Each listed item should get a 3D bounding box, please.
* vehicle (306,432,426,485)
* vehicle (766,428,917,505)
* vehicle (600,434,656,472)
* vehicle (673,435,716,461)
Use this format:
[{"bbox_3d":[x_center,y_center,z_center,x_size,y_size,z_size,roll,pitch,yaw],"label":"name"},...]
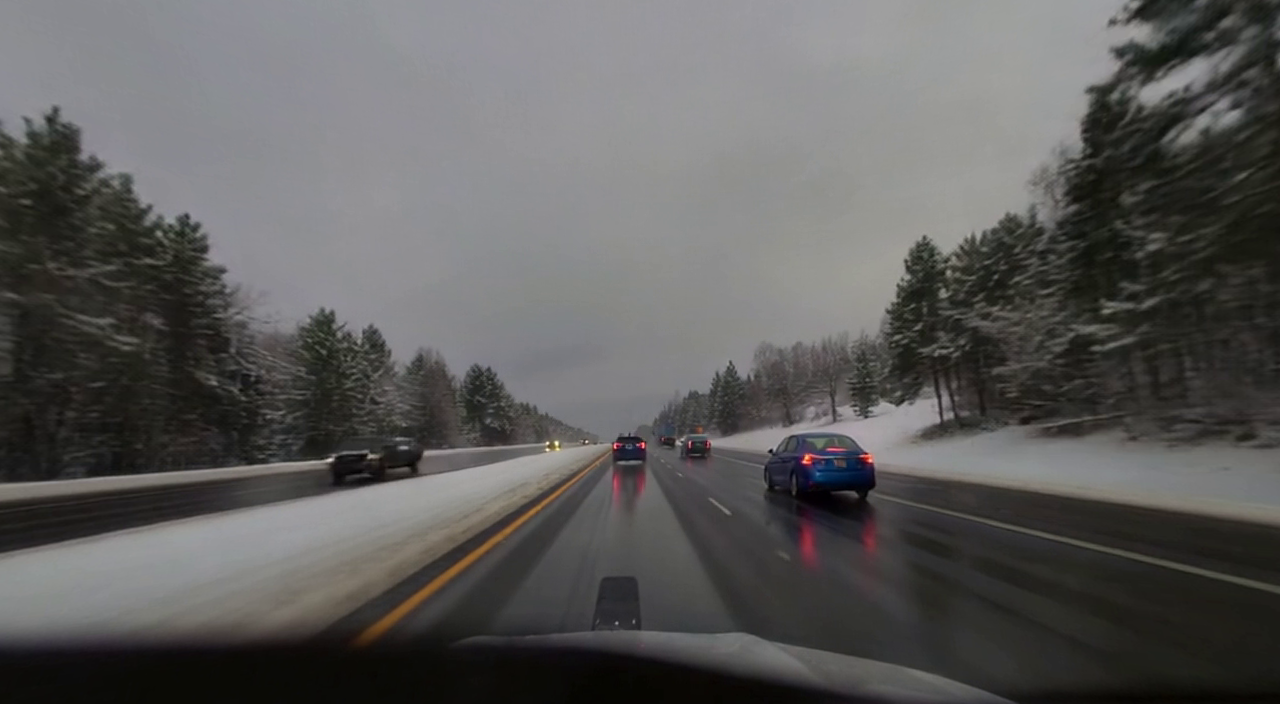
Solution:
[{"bbox_3d":[-9.020,3.503,21.269,2.076,1.592,4.477,0,-8,-1],"label":"vehicle"},{"bbox_3d":[4.448,2.566,14.738,2.066,1.526,4.216,0,-8,-1],"label":"vehicle"},{"bbox_3d":[-0.511,4.131,26.091,2.143,1.466,3.693,0,-8,-1],"label":"vehicle"},{"bbox_3d":[3.194,5.719,37.827,2.004,1.469,4.472,0,-8,-2],"label":"vehicle"}]
